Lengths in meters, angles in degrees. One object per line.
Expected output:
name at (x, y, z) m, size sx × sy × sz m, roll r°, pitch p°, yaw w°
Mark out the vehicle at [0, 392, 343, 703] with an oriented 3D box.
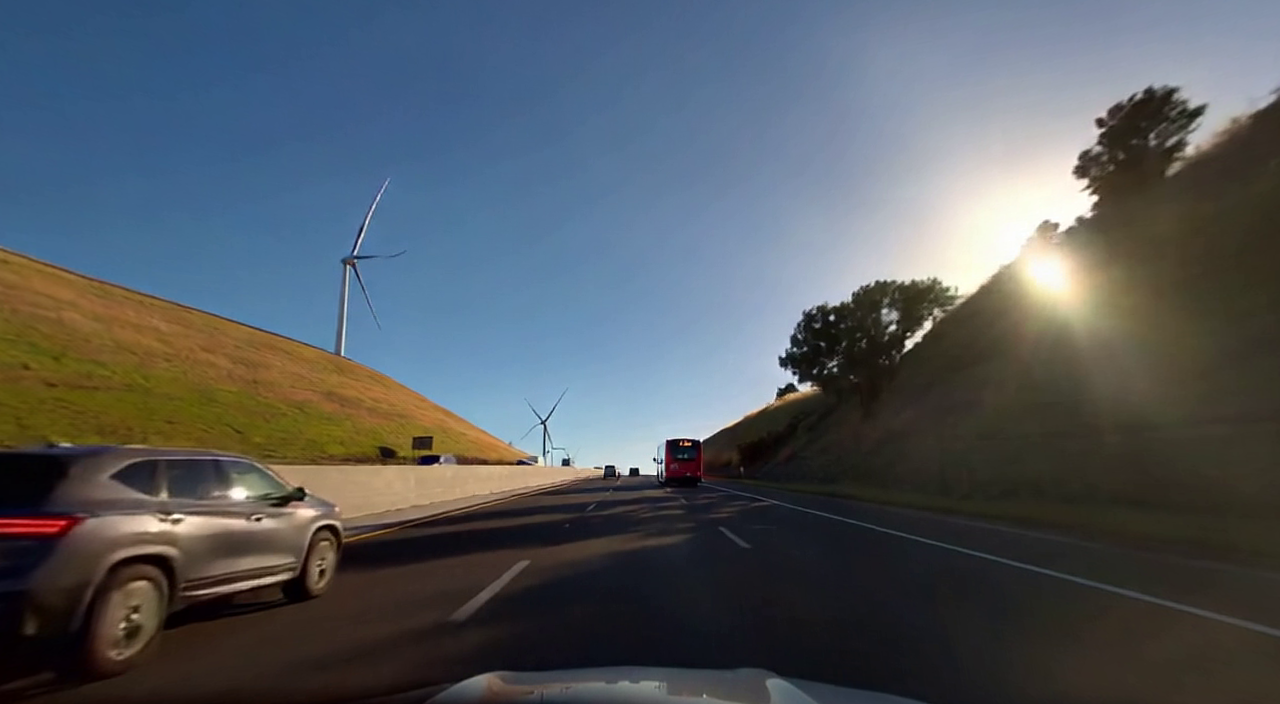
vehicle at (-4.024, 1.171, 3.956) m, size 2.213 × 1.568 × 4.274 m, roll 1°, pitch -10°, yaw 0°
